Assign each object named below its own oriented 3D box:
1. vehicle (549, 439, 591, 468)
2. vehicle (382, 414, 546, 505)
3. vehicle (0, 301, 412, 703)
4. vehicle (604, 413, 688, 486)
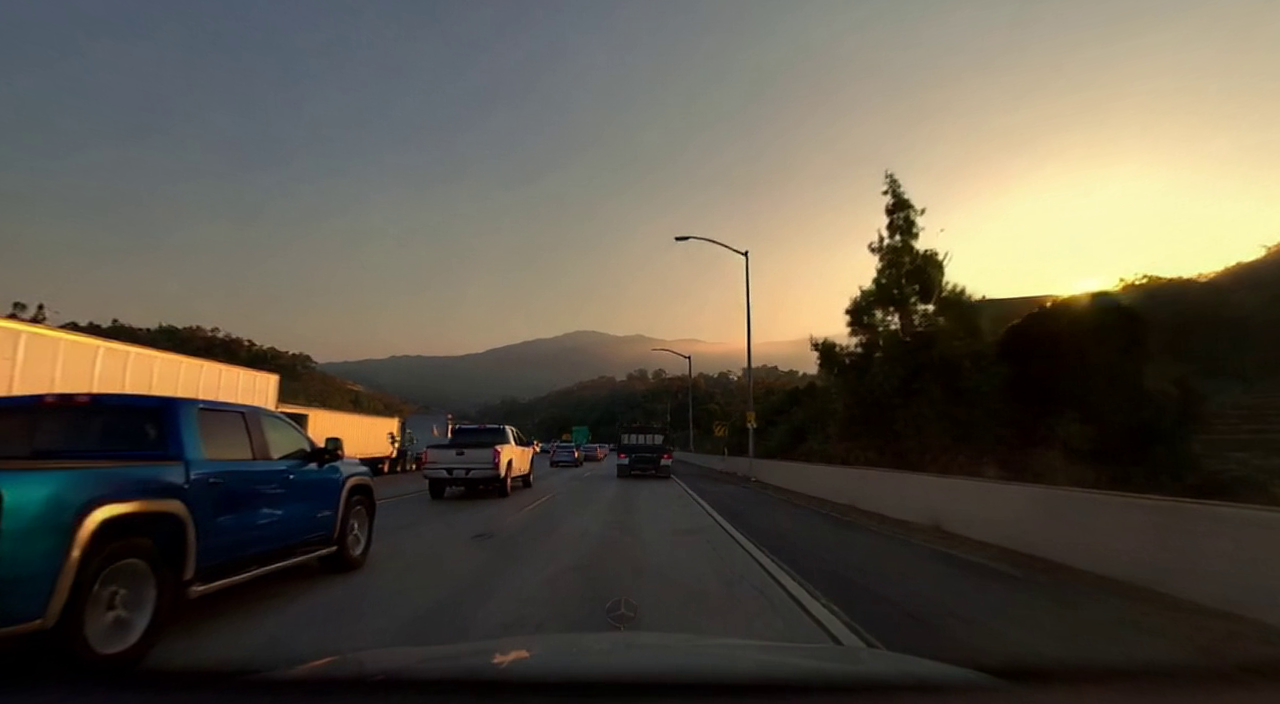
[{"bbox_3d":[-4.778,7.031,43.755,2.329,1.859,4.823,0,-8,0],"label":"vehicle"},{"bbox_3d":[-4.293,2.789,16.771,2.575,1.958,5.730,-1,-8,1],"label":"vehicle"},{"bbox_3d":[-3.535,0.972,3.916,2.303,1.835,5.044,0,-8,1],"label":"vehicle"},{"bbox_3d":[0.086,3.911,25.495,2.886,2.471,7.692,0,-8,-2],"label":"vehicle"}]
